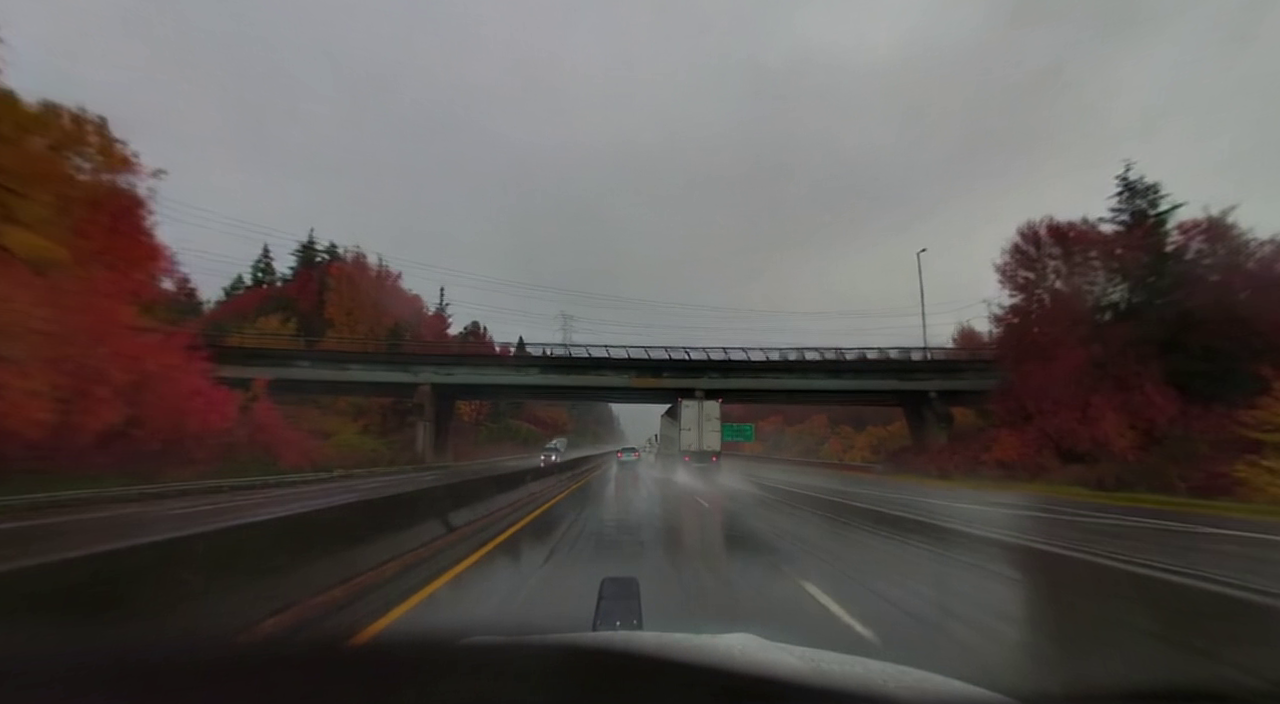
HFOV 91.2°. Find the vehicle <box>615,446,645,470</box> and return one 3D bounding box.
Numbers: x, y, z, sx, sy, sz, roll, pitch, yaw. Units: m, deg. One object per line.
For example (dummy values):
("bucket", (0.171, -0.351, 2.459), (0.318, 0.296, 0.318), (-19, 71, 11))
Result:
("vehicle", (-0.672, 7.063, 41.925), (1.961, 1.454, 3.755), (0, -9, -1))

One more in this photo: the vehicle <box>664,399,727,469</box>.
("vehicle", (3.664, 6.112, 45.538), (2.956, 4.281, 14.327), (0, -9, -1))
